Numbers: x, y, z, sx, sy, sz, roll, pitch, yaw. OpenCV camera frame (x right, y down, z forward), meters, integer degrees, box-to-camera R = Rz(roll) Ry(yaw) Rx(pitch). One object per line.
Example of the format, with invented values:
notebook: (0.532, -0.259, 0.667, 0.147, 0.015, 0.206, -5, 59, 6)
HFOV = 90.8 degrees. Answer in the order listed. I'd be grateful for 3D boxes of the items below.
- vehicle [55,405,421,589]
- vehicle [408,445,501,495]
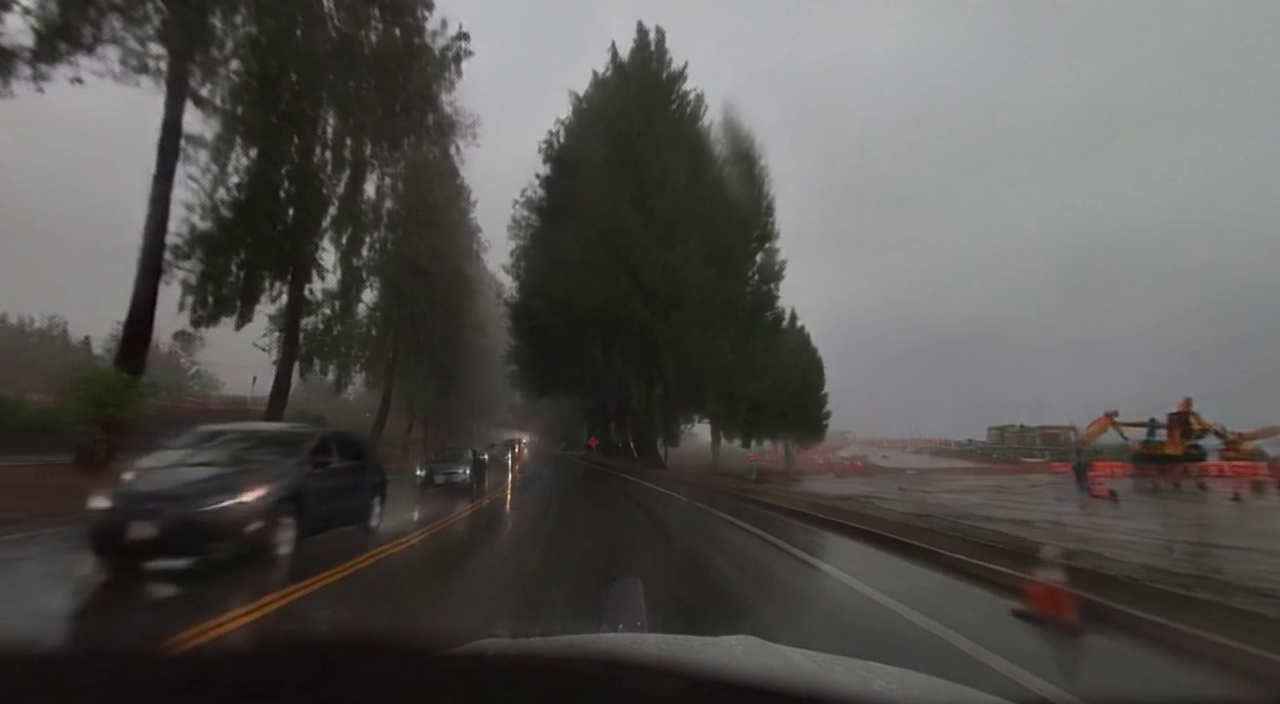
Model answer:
vehicle: (-4.972, 1.837, 8.884, 2.193, 1.885, 4.474, 0, -8, -1)
vehicle: (-5.908, 3.773, 20.646, 1.975, 1.415, 4.194, 0, -8, -3)
